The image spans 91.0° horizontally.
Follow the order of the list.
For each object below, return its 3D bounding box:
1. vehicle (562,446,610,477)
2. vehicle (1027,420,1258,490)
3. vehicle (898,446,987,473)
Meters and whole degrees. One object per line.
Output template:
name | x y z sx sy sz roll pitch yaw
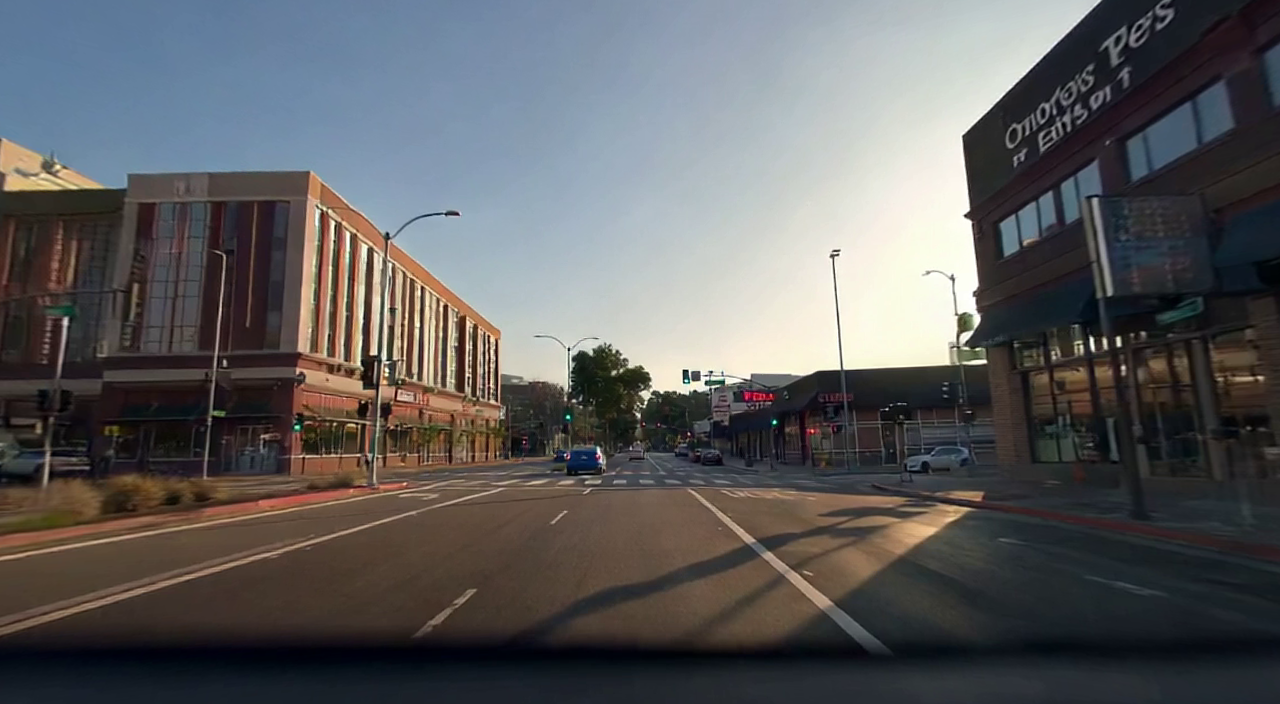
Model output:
vehicle | -2.745 5.674 32.826 2.078 1.471 4.217 0 -9 0
vehicle | 15.300 3.191 19.436 5.130 1.810 2.126 -2 -10 0
vehicle | 17.351 6.168 36.218 4.040 1.514 2.095 0 -9 -2
